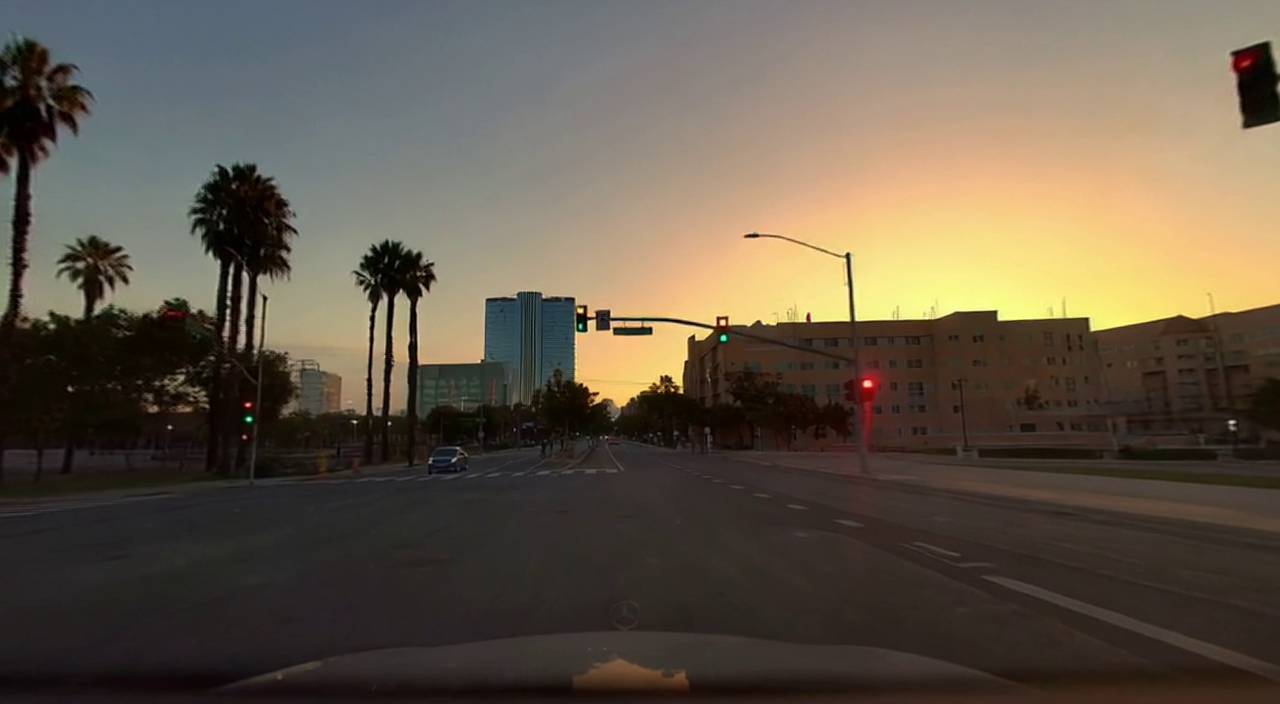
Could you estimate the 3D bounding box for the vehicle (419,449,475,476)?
[{"bbox_3d":[-11.391,6.521,37.571,2.149,1.477,4.186,0,-9,-3],"label":"vehicle"}]
